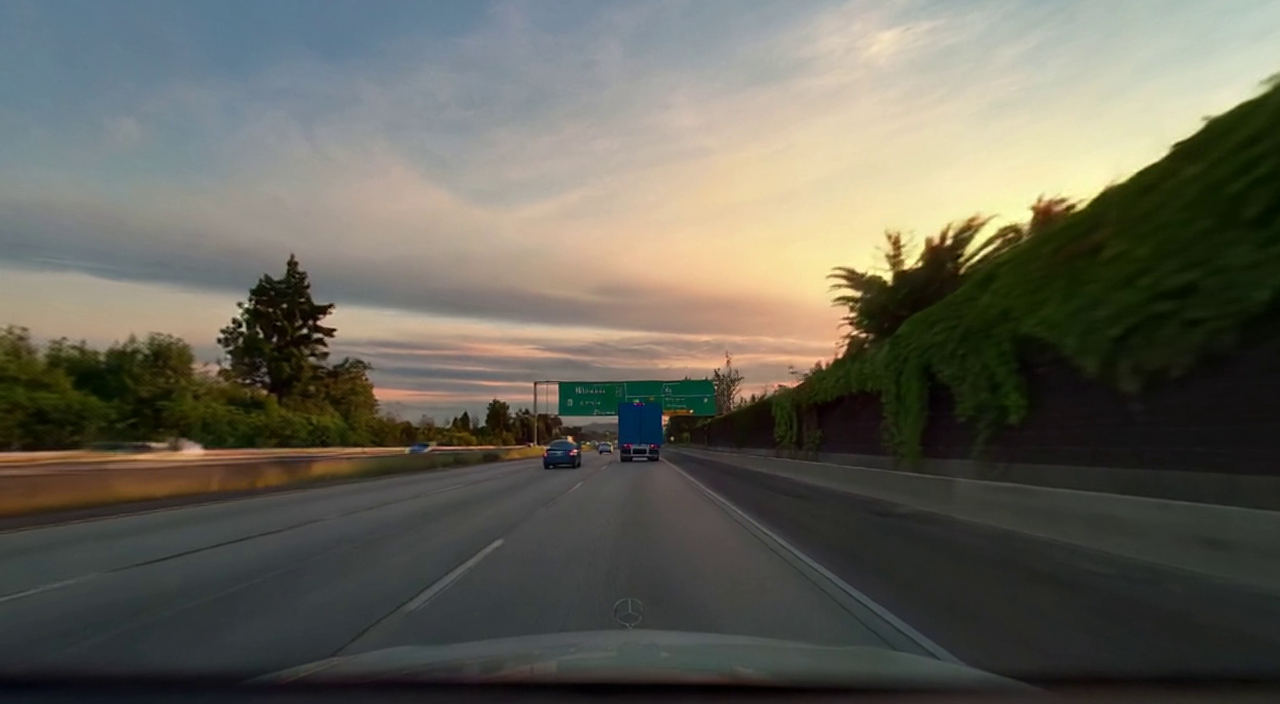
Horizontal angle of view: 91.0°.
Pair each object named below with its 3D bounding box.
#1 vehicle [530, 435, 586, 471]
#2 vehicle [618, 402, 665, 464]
[{"bbox_3d":[-4.049,5.099,32.021,2.186,1.716,4.672,0,-8,1],"label":"vehicle"},{"bbox_3d":[0.023,6.421,49.059,3.078,4.031,16.069,0,-8,0],"label":"vehicle"}]
